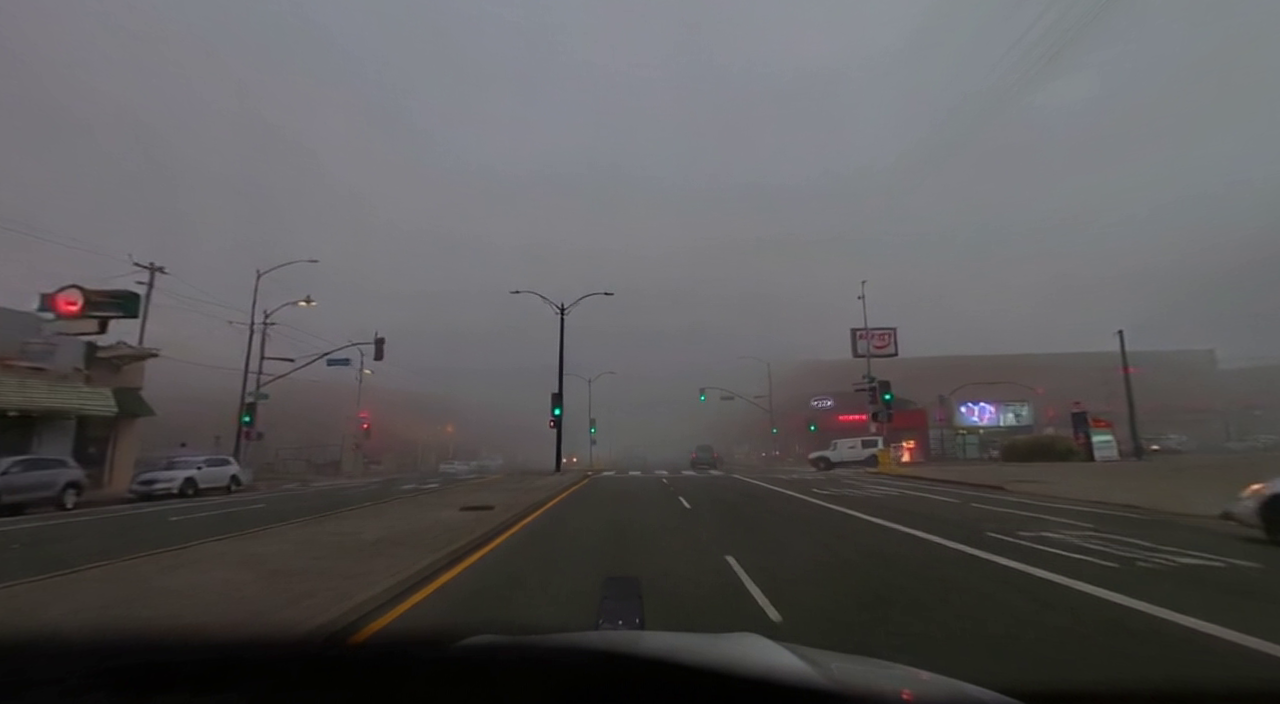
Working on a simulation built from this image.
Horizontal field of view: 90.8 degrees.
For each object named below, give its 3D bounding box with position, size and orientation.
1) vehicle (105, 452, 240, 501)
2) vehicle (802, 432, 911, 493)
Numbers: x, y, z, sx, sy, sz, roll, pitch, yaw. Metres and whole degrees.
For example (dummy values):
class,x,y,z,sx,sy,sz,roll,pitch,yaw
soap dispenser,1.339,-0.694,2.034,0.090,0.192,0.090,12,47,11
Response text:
class,x,y,z,sx,sy,sz,roll,pitch,yaw
vehicle,-18.189,4.835,24.909,1.882,1.645,4.511,0,-8,-1
vehicle,6.613,3.397,19.879,1.974,1.679,4.611,-1,-8,3
